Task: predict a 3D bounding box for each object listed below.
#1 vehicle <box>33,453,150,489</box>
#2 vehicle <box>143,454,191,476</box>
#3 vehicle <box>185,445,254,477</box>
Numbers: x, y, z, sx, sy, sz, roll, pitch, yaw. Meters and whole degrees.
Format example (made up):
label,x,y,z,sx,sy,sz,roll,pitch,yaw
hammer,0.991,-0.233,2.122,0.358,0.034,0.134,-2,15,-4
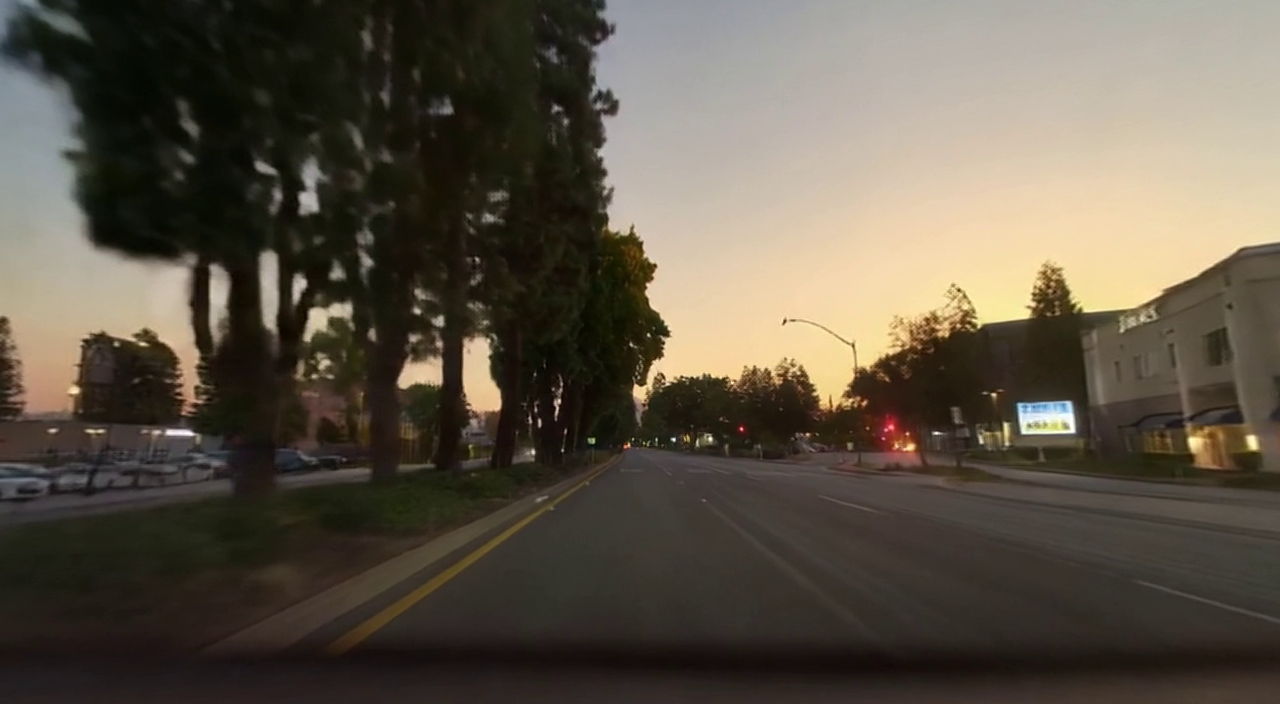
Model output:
label,x,y,z,sx,sy,sz,roll,pitch,yaw
vehicle,-28.512,6.152,33.086,1.948,1.689,4.553,0,-9,1
vehicle,-33.888,8.075,45.338,2.020,1.489,3.997,4,-10,-26
vehicle,-28.428,7.349,42.924,2.124,2.004,5.473,2,-9,-15
